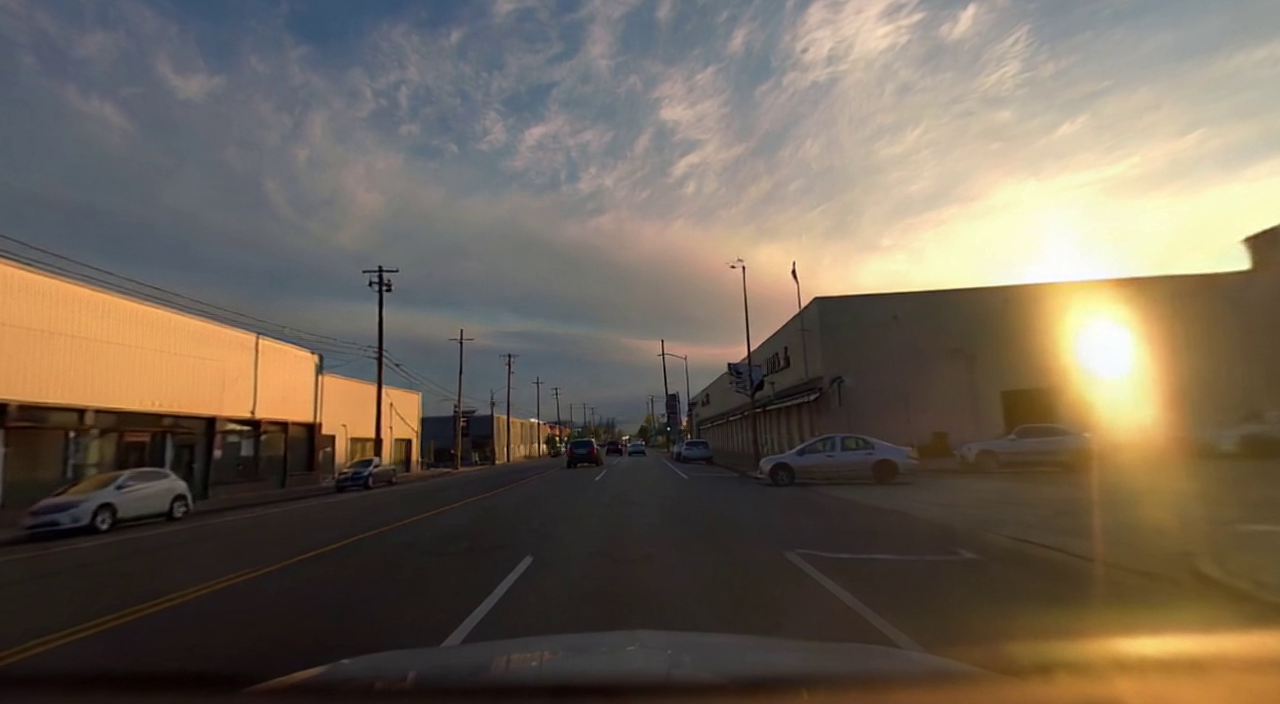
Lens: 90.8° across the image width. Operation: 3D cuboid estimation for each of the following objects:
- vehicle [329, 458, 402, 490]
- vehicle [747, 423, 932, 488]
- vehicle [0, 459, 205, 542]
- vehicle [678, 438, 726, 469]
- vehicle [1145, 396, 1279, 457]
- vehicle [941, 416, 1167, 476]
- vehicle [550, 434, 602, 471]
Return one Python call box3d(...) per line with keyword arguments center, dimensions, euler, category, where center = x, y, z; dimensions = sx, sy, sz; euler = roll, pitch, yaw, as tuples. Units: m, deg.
box3d(center=(-15.705, 6.992, 36.433), dimensions=(2.073, 1.492, 4.687), euler=(-1, -7, 0), category="vehicle")
box3d(center=(5.350, 2.852, 17.574), dimensions=(4.474, 1.632, 2.234), euler=(-1, -8, 6), category="vehicle")
box3d(center=(-15.411, 4.084, 18.115), dimensions=(1.966, 1.760, 5.423), euler=(-1, -7, 1), category="vehicle")
box3d(center=(3.255, 5.428, 34.068), dimensions=(2.007, 1.558, 4.464), euler=(0, -8, -2), category="vehicle")
box3d(center=(19.546, 2.384, 20.094), dimensions=(4.938, 1.812, 2.317), euler=(0, -8, 0), category="vehicle")
box3d(center=(11.784, 2.735, 18.452), dimensions=(5.034, 1.590, 2.025), euler=(-2, -8, 14), category="vehicle")
box3d(center=(-3.432, 5.469, 34.731), dimensions=(2.348, 1.831, 4.737), euler=(0, -8, 0), category="vehicle")
